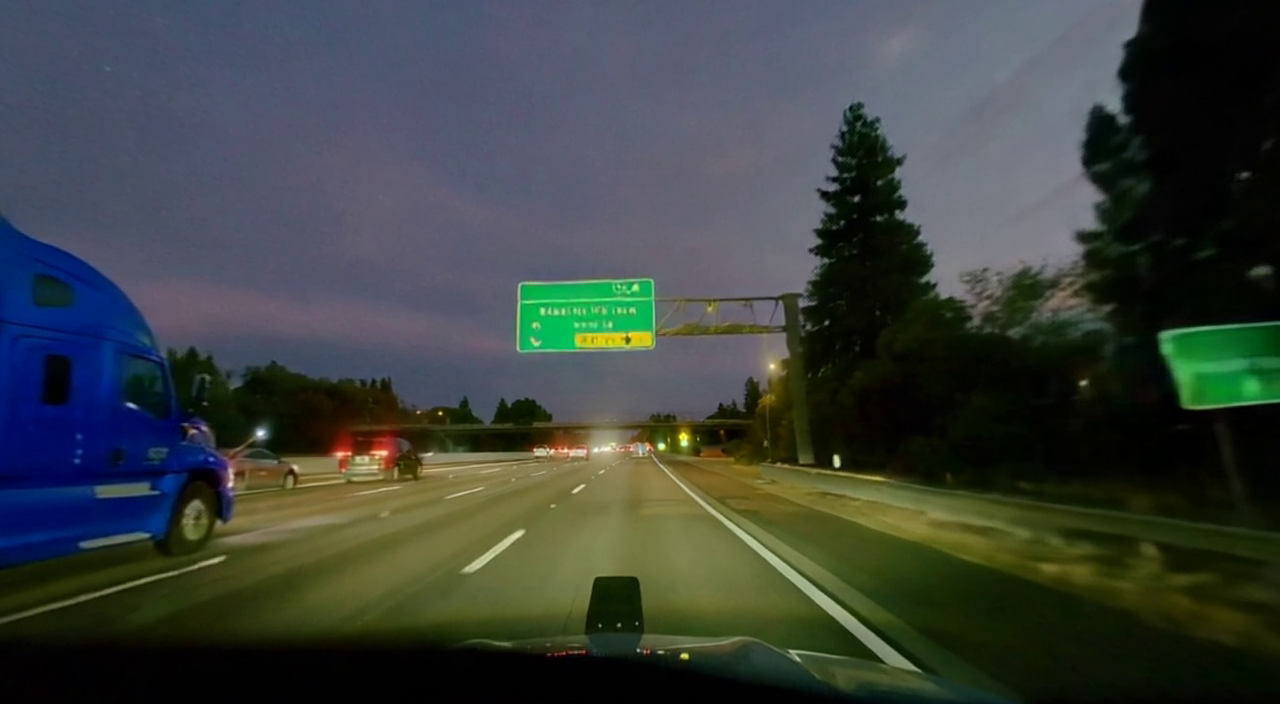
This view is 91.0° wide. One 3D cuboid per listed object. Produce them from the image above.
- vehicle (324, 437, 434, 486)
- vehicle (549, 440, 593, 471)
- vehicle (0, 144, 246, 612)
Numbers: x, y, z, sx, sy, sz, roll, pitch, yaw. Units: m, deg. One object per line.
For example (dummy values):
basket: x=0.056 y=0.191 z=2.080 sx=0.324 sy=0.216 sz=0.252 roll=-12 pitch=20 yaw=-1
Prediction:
vehicle: x=-10.327 y=4.368 z=25.497 sx=2.146 sy=1.764 sz=5.510 roll=0 pitch=-9 yaw=-1
vehicle: x=-4.027 y=6.147 z=37.481 sx=2.094 sy=1.695 sz=4.260 roll=0 pitch=-9 yaw=1
vehicle: x=-7.005 y=-0.101 z=3.190 sx=3.303 sy=3.868 sz=10.298 roll=0 pitch=-9 yaw=0
